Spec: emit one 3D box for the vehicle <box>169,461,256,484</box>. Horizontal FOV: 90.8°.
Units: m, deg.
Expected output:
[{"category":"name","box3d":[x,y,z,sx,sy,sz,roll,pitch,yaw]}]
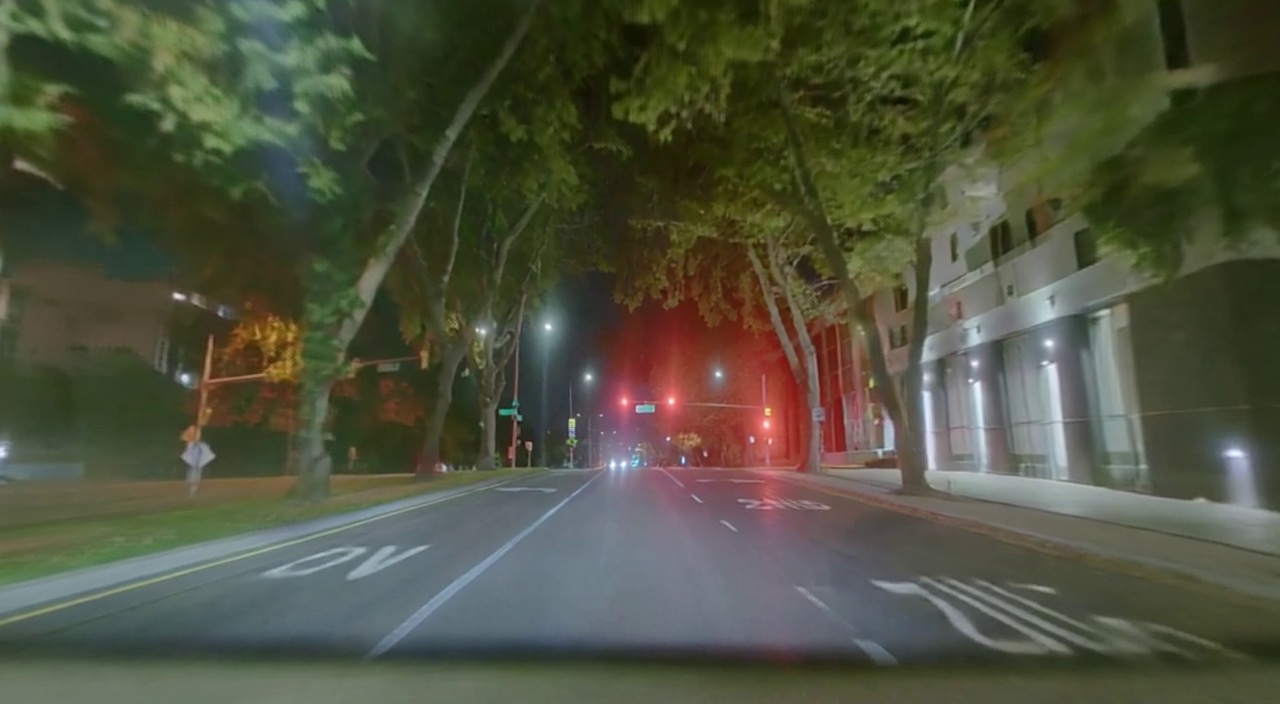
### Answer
[{"category":"vehicle","box3d":[-31.397,8.843,46.464,4.758,1.549,2.194,0,-9,-2]}]
